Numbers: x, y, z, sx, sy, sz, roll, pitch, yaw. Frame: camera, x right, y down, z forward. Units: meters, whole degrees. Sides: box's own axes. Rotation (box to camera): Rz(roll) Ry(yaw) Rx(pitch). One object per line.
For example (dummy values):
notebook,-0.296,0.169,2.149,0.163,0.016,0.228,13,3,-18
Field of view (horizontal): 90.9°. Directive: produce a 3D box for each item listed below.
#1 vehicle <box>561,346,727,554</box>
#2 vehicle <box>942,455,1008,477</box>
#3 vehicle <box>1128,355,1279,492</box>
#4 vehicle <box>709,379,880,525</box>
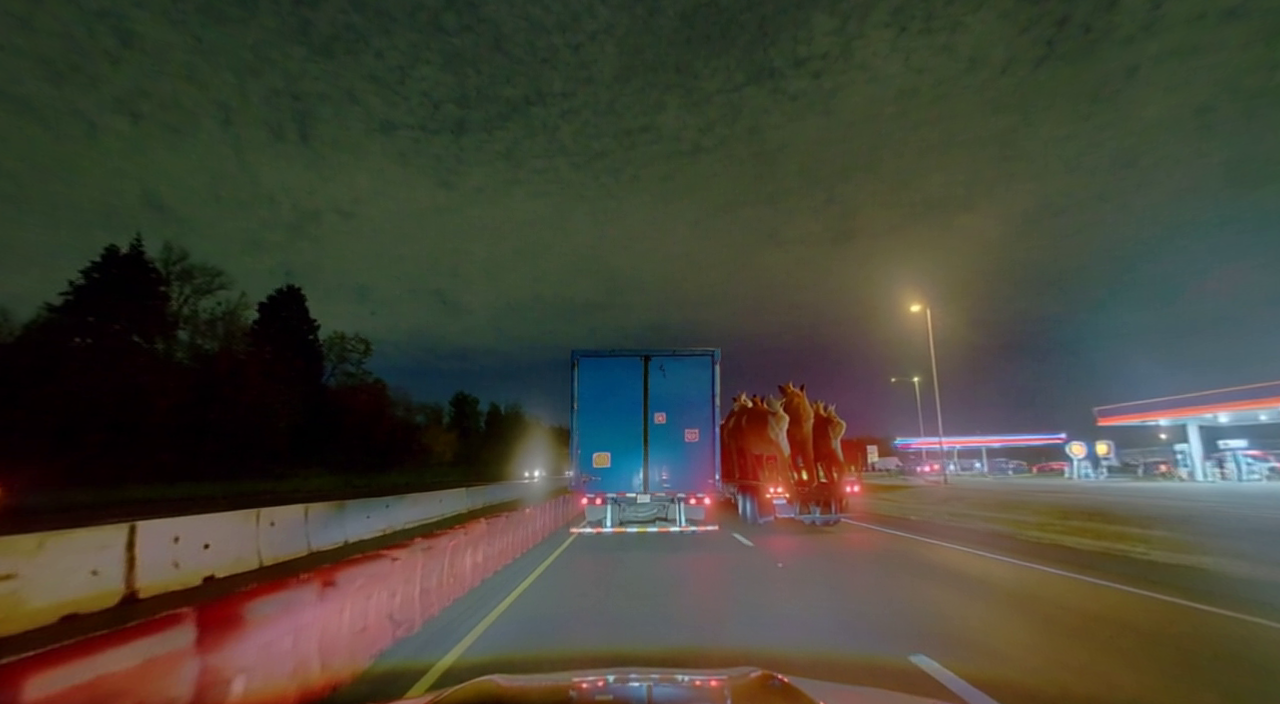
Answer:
vehicle,0.040,2.334,14.495,2.618,3.306,8.676,1,-10,0
vehicle,24.520,8.373,46.308,1.762,1.470,4.485,3,-11,-11
vehicle,20.836,1.999,18.113,2.771,4.075,13.513,1,-11,0
vehicle,4.420,3.381,20.757,2.936,3.640,9.443,1,-10,-2
